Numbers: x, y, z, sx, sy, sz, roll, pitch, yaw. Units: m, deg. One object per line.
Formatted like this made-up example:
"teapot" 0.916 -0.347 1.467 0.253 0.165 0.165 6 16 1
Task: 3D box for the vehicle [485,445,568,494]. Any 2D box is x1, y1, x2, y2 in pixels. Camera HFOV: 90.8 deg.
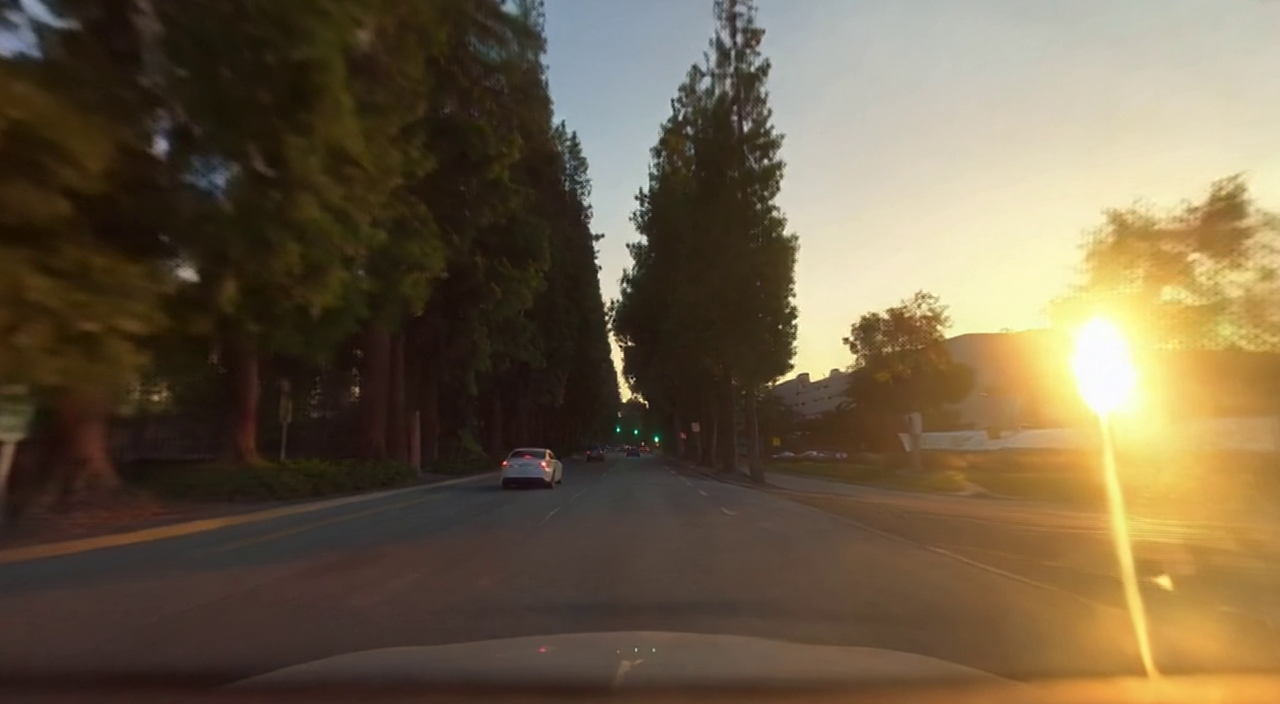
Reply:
"vehicle" -3.709 3.913 21.429 1.968 1.459 4.433 0 -8 0
